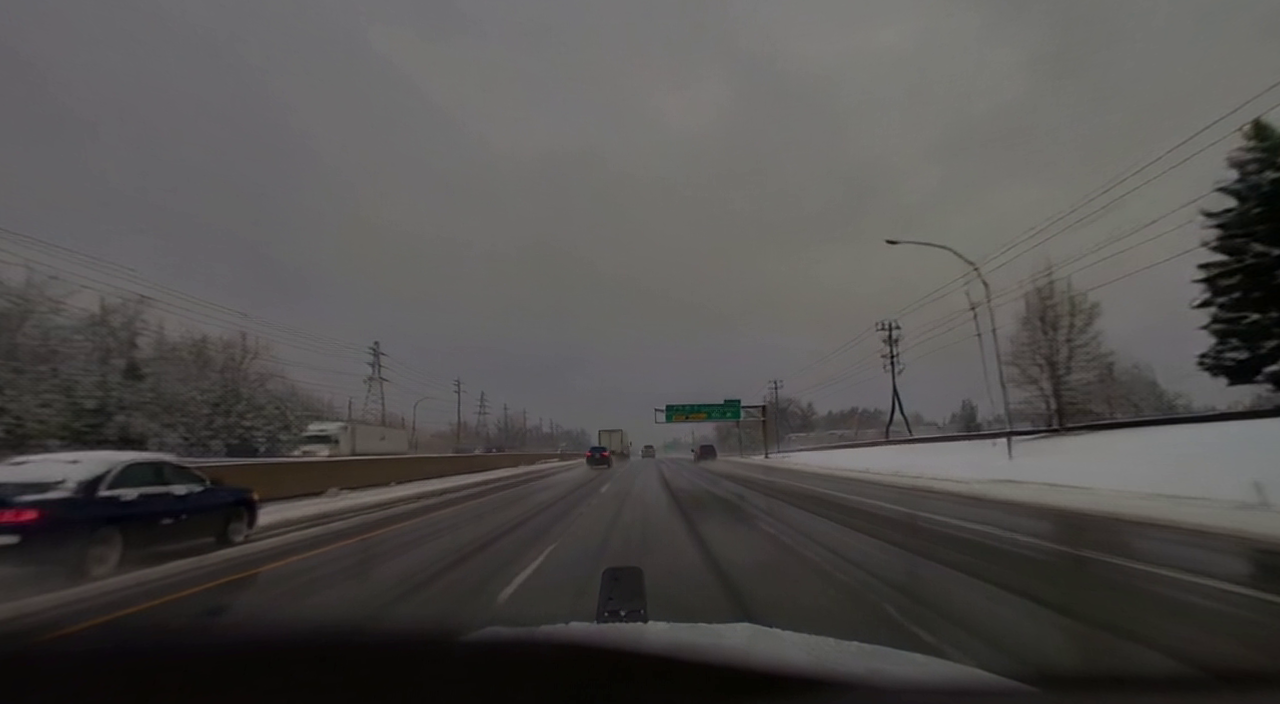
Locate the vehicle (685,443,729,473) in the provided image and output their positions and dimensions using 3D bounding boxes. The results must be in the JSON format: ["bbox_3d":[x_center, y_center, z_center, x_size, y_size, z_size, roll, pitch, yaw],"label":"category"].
[{"bbox_3d":[4.257,6.819,40.675,2.214,1.799,4.627,0,-9,-1],"label":"vehicle"}]

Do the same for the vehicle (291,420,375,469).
[{"bbox_3d":[-22.456,6.831,46.451,3.013,3.352,5.902,0,-9,1],"label":"vehicle"}]

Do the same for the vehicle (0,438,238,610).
[{"bbox_3d":[-6.518,1.549,5.906,2.127,1.446,5.008,0,-9,1],"label":"vehicle"}]

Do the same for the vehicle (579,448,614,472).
[{"bbox_3d":[-2.808,7.085,41.529,2.004,1.498,4.043,0,-9,1],"label":"vehicle"}]
